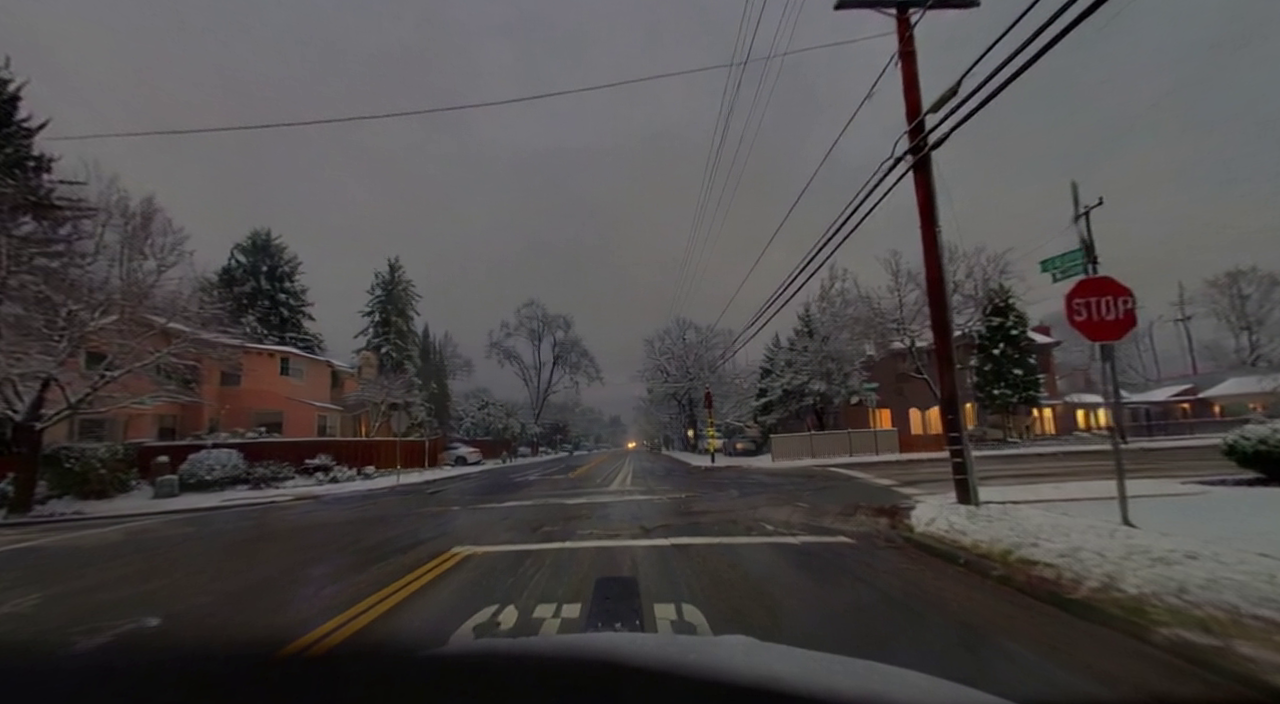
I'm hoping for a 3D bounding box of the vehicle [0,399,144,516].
[{"bbox_3d":[-19.937,3.570,21.053,2.842,3.181,8.576,6,-12,-22],"label":"vehicle"}]
